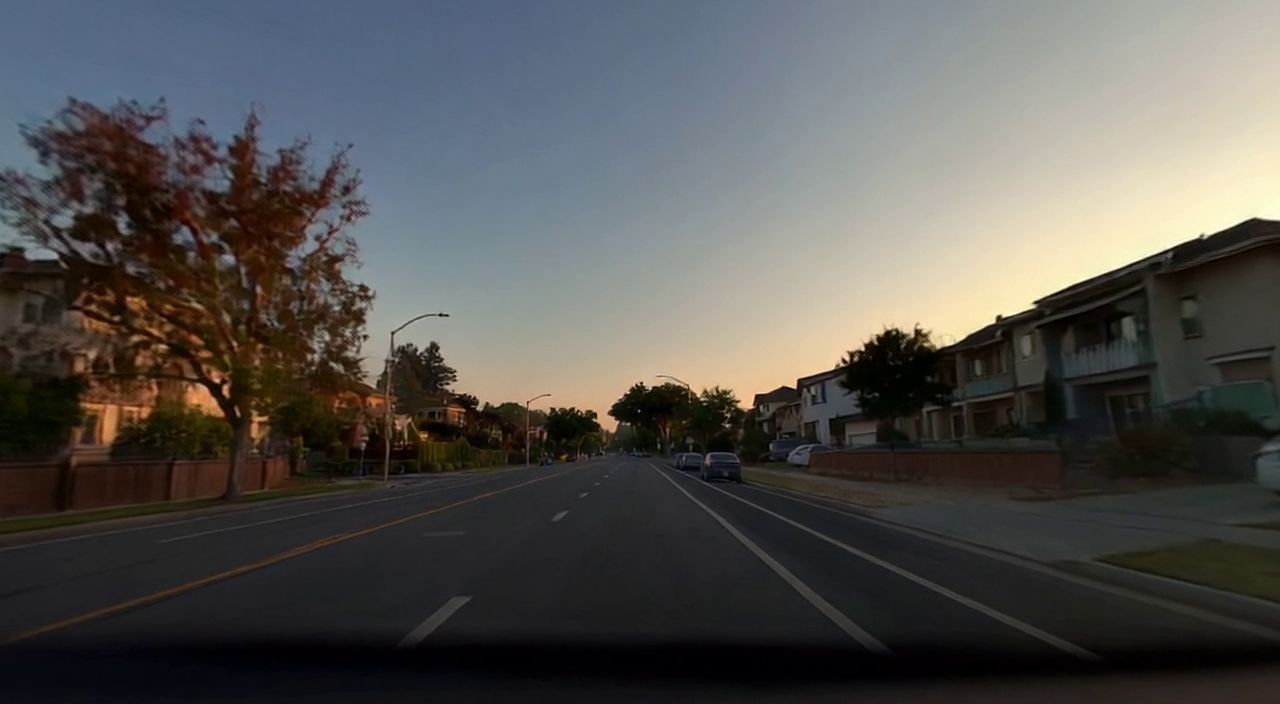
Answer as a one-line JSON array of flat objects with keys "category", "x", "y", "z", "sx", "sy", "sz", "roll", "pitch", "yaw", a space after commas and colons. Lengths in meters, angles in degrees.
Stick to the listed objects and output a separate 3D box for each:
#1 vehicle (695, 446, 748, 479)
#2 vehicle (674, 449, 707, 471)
[{"category": "vehicle", "x": 4.177, "y": 5.770, "z": 33.160, "sx": 1.971, "sy": 1.558, "sz": 4.895, "roll": 0, "pitch": -10, "yaw": -2}, {"category": "vehicle", "x": 3.868, "y": 8.347, "z": 49.009, "sx": 1.938, "sy": 1.464, "sz": 4.390, "roll": 0, "pitch": -8, "yaw": -4}]
